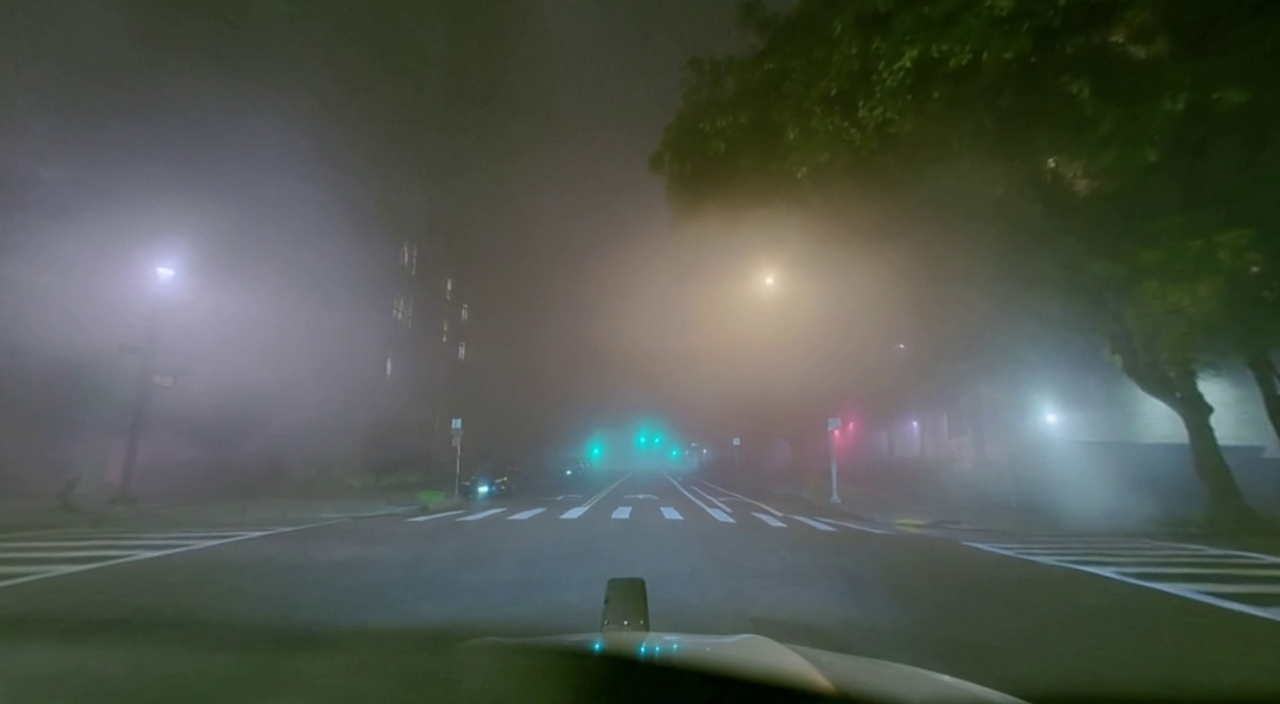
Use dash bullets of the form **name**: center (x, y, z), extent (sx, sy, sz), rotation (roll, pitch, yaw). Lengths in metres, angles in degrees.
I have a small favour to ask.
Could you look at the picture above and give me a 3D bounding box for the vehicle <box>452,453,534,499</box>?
- **vehicle**: center (-5.819, 4.947, 25.596), extent (2.223, 1.658, 4.621), rotation (0, -9, 0)
